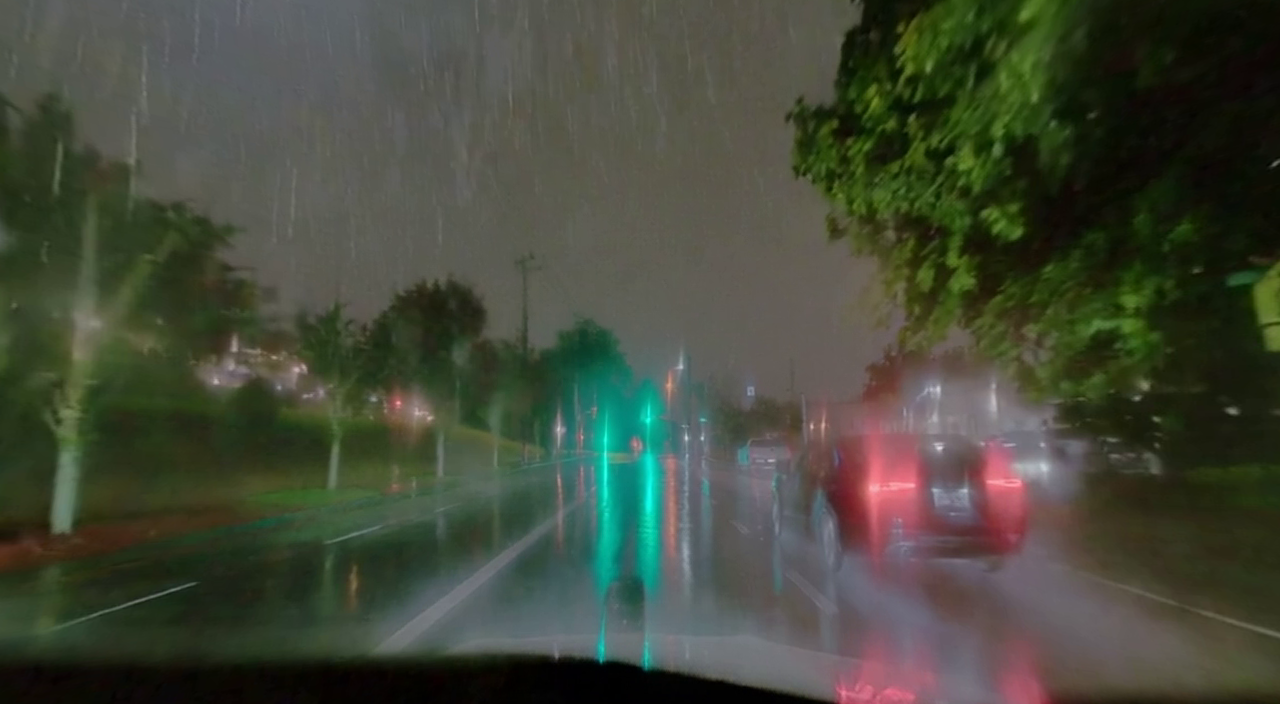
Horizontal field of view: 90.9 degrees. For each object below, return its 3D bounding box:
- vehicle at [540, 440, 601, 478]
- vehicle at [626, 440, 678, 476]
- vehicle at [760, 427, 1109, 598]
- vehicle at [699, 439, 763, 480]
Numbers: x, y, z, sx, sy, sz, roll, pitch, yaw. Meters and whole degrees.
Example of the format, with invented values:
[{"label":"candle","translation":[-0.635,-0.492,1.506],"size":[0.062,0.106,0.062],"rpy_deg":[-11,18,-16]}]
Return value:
[{"label":"vehicle","translation":[-2.914,4.603,27.378],"size":[2.012,1.505,4.205],"rpy_deg":[-1,-8,2]},{"label":"vehicle","translation":[0.509,4.630,27.948],"size":[2.101,1.467,4.210],"rpy_deg":[0,-8,0]},{"label":"vehicle","translation":[3.031,1.734,7.846],"size":[2.158,1.483,4.415],"rpy_deg":[0,-8,-1]},{"label":"vehicle","translation":[3.591,4.322,25.690],"size":[1.943,1.484,4.030],"rpy_deg":[0,-8,-1]}]
